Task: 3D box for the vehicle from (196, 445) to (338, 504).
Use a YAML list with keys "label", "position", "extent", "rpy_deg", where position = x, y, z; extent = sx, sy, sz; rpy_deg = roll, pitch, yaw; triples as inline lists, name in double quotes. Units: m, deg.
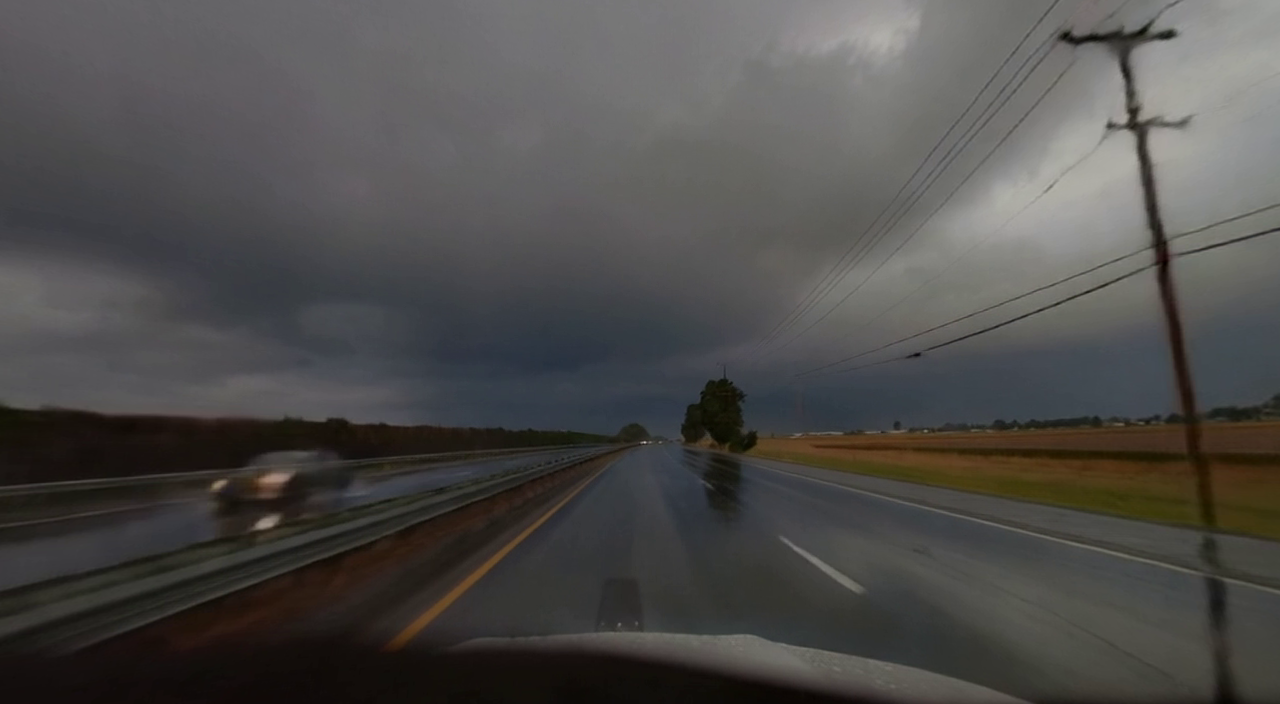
- label: "vehicle"
  position: [-10.637, 3.468, 18.252]
  extent: [1.844, 1.505, 3.708]
  rpy_deg: [0, -8, 0]
